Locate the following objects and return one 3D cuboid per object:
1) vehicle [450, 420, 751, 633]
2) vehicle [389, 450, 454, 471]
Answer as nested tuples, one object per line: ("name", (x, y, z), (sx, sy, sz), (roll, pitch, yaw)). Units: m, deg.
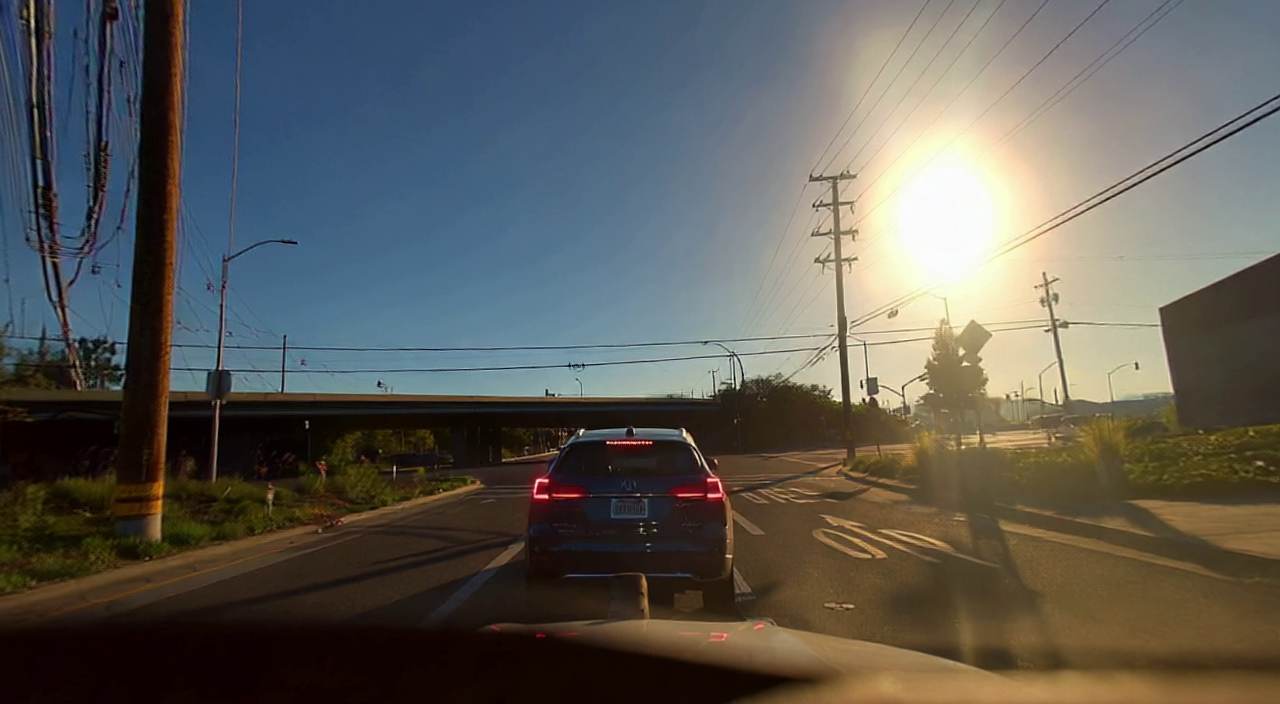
("vehicle", (-0.242, 1.525, 6.470), (2.090, 1.458, 4.033), (-1, -9, 1))
("vehicle", (-17.199, 8.503, 49.773), (1.808, 1.539, 4.600), (-7, -11, 38))
